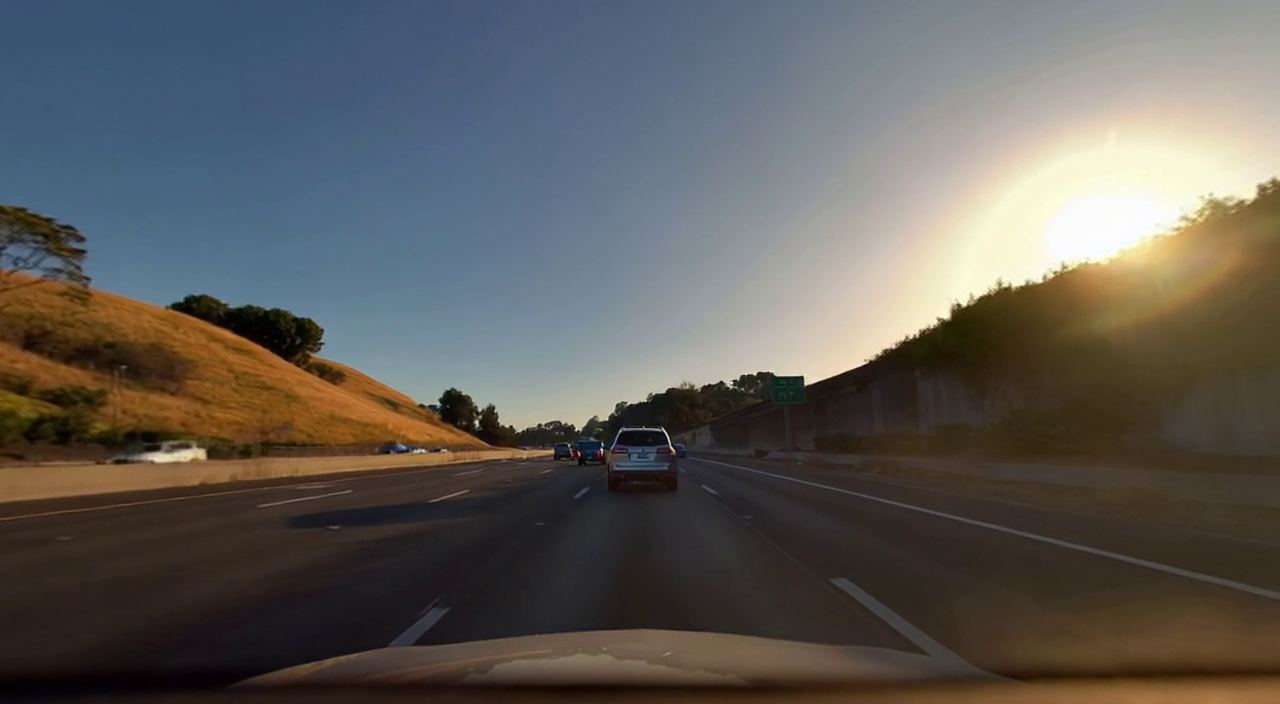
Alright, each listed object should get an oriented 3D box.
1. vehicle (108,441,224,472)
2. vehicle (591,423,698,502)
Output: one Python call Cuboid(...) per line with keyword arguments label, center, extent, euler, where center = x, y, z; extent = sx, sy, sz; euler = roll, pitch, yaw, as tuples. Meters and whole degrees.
Cuboid(label="vehicle", center=(-27.845, 6.140, 37.396), extent=(2.221, 1.698, 5.860), euler=(0, -9, 1))
Cuboid(label="vehicle", center=(0.113, 2.872, 16.693), extent=(2.447, 1.804, 4.273), euler=(0, -9, 0))
